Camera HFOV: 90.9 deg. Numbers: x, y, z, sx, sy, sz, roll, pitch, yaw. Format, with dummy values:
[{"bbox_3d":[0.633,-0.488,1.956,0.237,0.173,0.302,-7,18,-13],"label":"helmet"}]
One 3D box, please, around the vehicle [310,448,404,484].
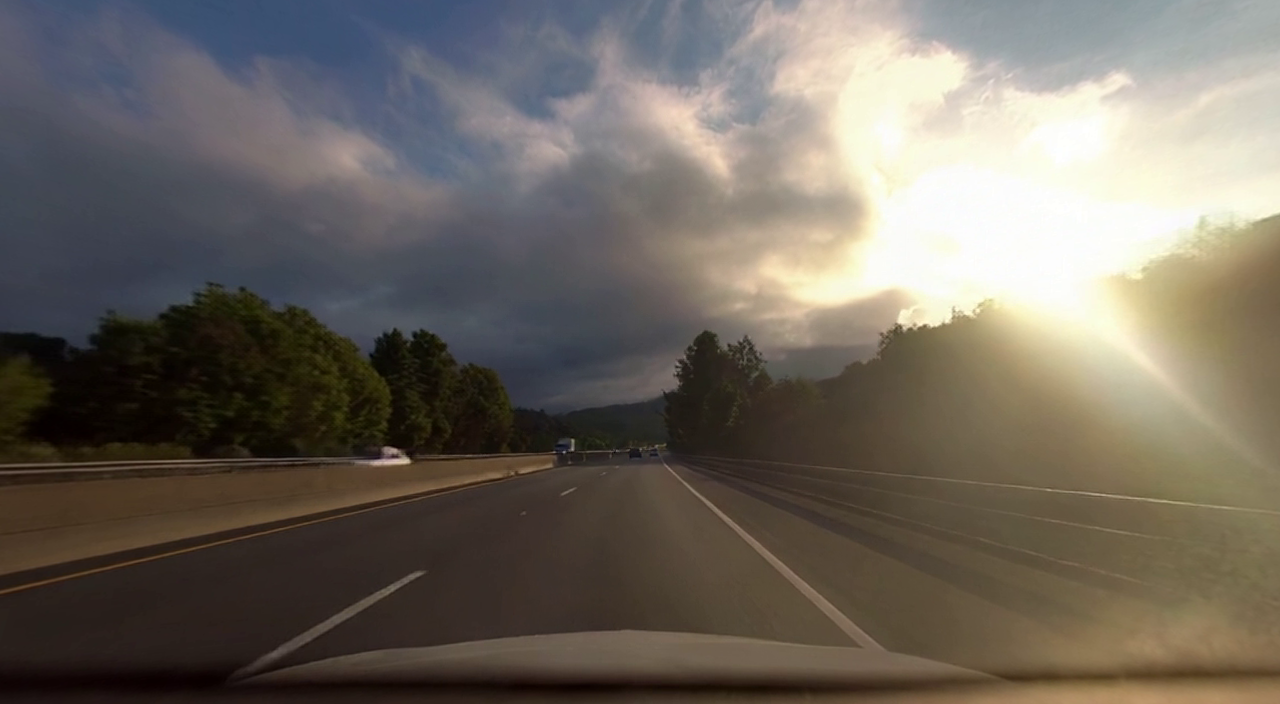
[{"bbox_3d":[-12.381,5.009,27.963,1.989,1.456,4.561,0,-9,1],"label":"vehicle"}]
